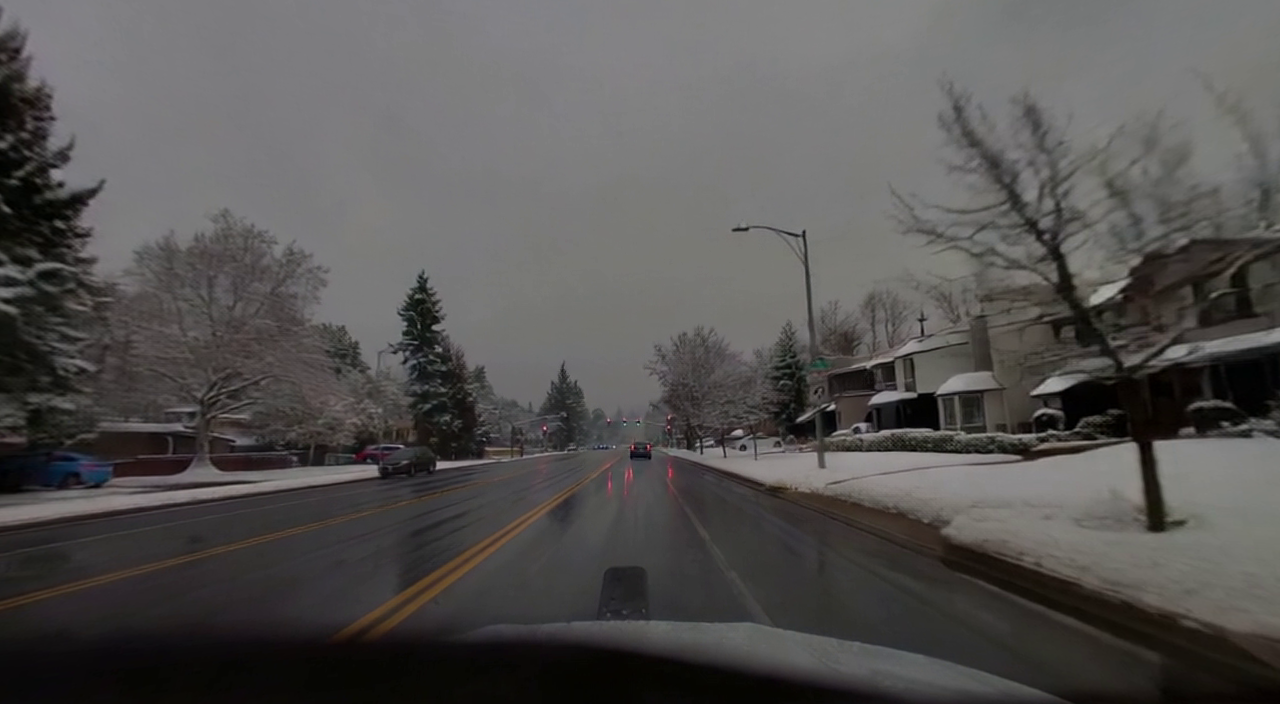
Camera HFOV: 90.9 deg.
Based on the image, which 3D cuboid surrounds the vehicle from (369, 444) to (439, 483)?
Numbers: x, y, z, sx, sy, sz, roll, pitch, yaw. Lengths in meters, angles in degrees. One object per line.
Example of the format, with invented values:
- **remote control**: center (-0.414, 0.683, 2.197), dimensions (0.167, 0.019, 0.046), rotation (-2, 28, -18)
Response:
- **vehicle**: center (-14.277, 6.726, 38.531), dimensions (2.337, 1.850, 5.448), rotation (-4, -6, -2)

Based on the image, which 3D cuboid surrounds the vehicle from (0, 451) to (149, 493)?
- **vehicle**: center (-22.924, 4.735, 25.072), dimensions (4.791, 1.564, 2.125), rotation (0, -9, -5)
